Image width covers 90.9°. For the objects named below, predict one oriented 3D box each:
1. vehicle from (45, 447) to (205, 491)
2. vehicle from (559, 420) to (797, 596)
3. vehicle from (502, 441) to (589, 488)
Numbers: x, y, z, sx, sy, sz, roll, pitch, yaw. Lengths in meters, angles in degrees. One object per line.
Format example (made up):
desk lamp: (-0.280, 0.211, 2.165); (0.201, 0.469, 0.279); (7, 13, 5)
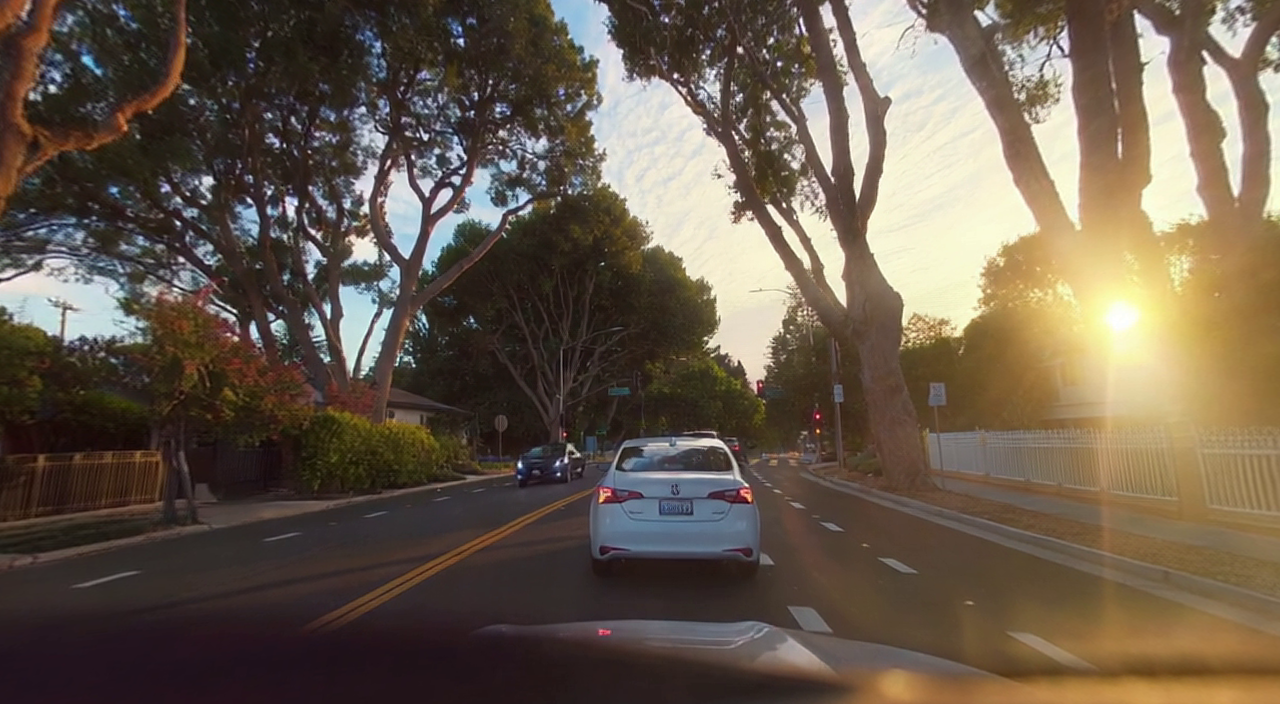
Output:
vehicle: (-18.115, 4.100, 22.269); (4.069, 1.445, 2.063); (-2, -9, 8)
vehicle: (0.370, 1.653, 7.535); (2.070, 1.516, 3.936); (0, -8, 1)
vehicle: (-3.259, 3.992, 22.802); (1.956, 1.488, 4.560); (-1, -8, 7)
